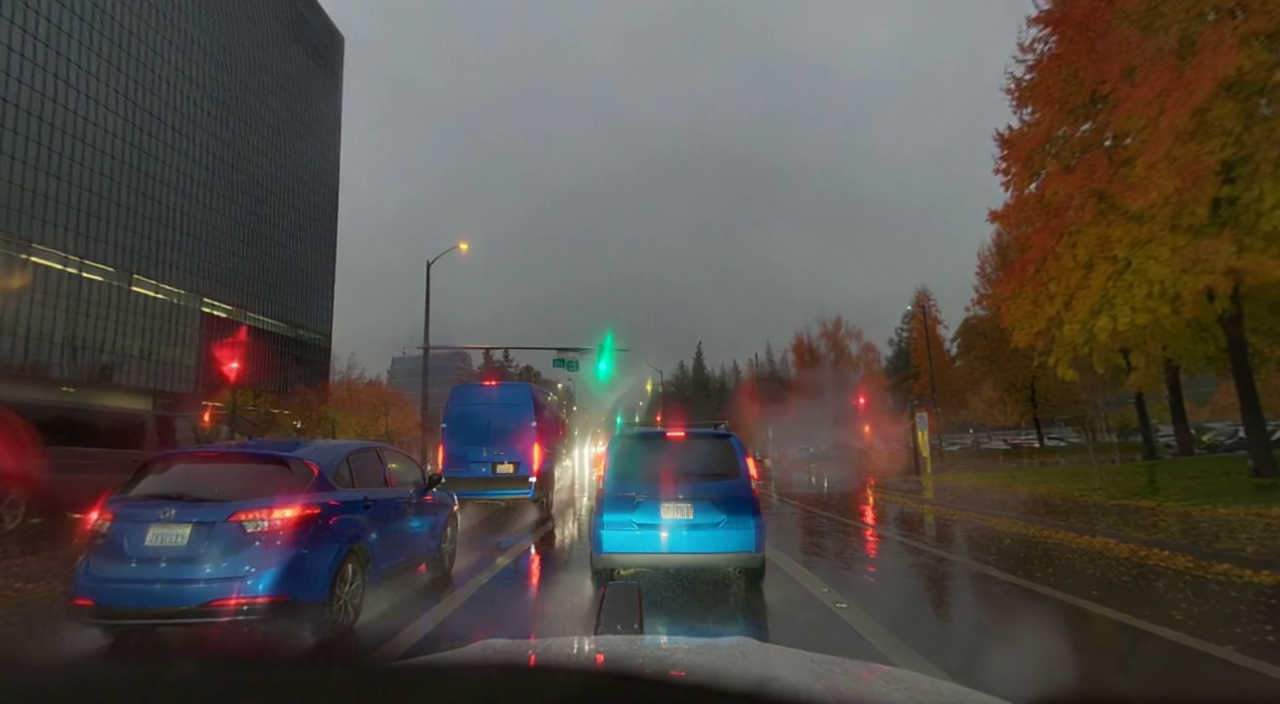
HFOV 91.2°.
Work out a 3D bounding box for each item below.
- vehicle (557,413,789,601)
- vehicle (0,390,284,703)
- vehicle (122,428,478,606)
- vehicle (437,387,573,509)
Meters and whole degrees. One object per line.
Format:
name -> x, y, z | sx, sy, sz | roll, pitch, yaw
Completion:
vehicle -> 0.197, 1.600, 7.220 | 1.979, 1.562, 3.630 | 0, -9, -3
vehicle -> -2.901, 0.814, 1.507 | 1.893, 1.491, 3.798 | 0, -9, -1
vehicle -> -3.482, 1.757, 7.577 | 1.955, 1.499, 4.223 | 0, -9, 0
vehicle -> -3.251, 2.536, 16.601 | 2.343, 2.635, 5.684 | 0, -9, 0
